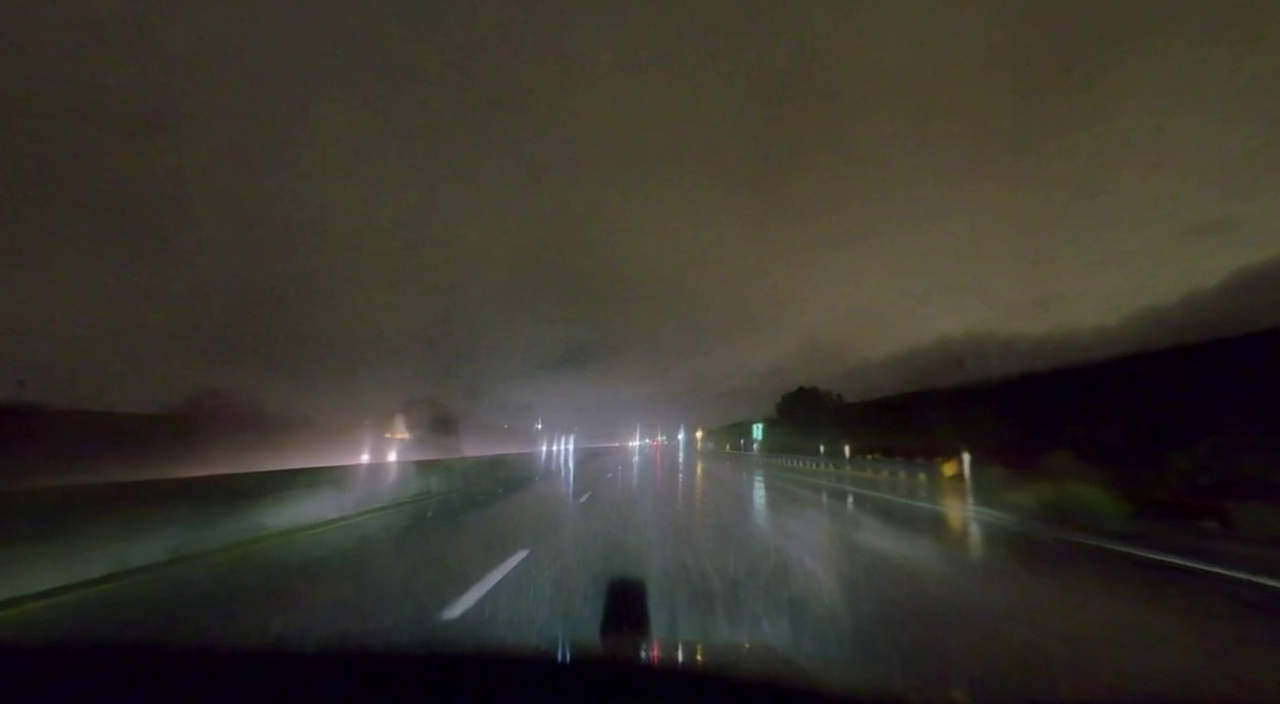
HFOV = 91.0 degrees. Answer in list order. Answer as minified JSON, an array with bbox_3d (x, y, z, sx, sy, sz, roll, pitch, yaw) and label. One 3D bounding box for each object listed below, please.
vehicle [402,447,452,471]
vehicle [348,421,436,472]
[{"bbox_3d":[-14.868,7.462,44.181,1.845,1.518,4.506,0,-8,2],"label":"vehicle"},{"bbox_3d":[-18.763,7.272,48.468,2.796,3.508,9.370,0,-8,1],"label":"vehicle"}]
